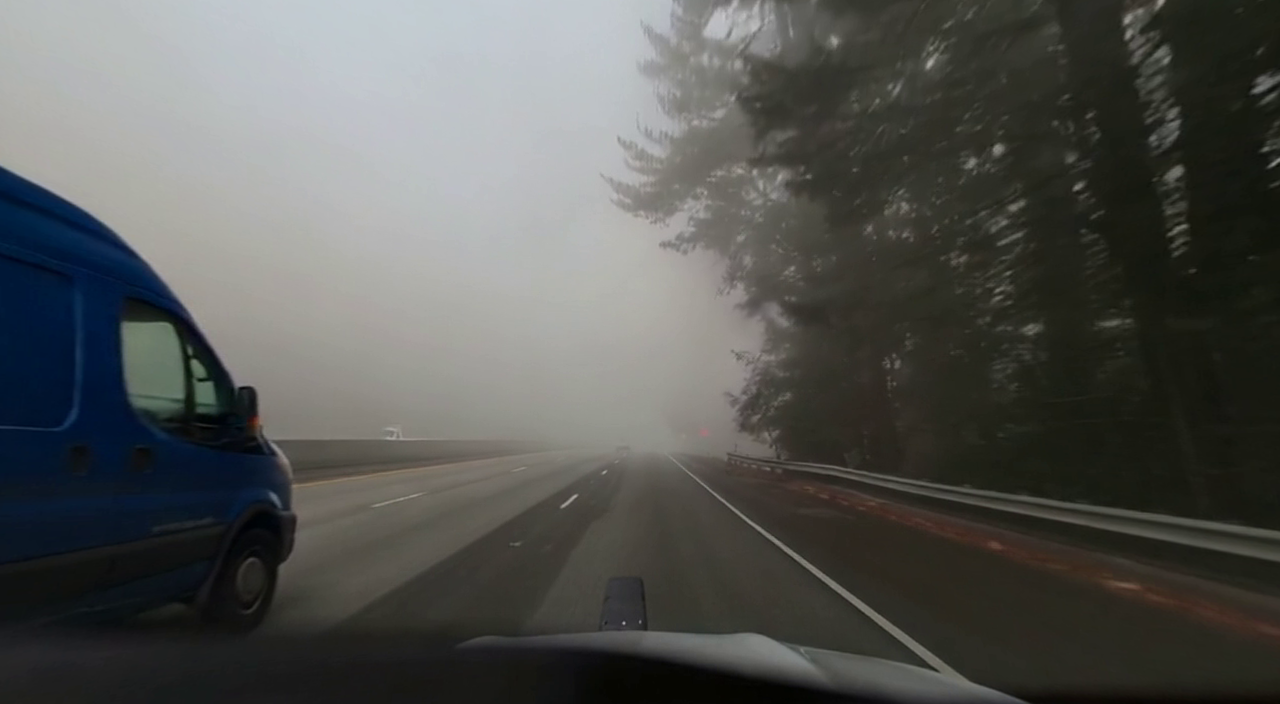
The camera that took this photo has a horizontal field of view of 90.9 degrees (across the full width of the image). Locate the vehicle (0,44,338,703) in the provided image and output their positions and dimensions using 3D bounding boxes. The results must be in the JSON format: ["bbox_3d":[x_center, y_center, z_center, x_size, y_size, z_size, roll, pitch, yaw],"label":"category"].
[{"bbox_3d":[-3.814,0.151,2.412,2.319,2.883,5.632,0,-8,2],"label":"vehicle"}]
